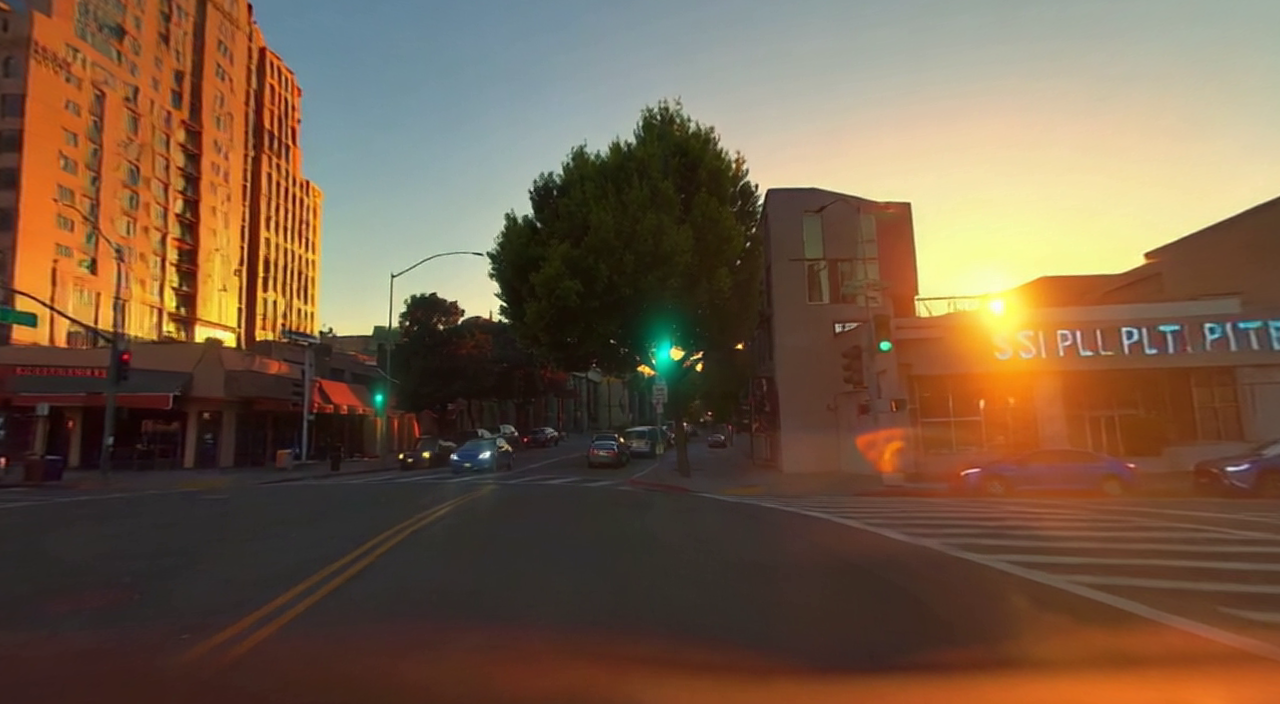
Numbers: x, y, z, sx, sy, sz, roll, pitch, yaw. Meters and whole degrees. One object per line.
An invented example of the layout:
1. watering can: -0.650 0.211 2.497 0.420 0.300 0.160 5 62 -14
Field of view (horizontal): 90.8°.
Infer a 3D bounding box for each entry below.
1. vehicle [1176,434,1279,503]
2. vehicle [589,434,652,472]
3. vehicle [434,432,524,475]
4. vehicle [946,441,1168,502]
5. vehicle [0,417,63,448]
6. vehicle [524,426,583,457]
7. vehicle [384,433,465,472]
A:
1. vehicle: 17.040 2.840 15.579 5.420 1.609 2.063 -1 -8 8
2. vehicle: -0.764 4.399 27.750 1.892 1.481 4.365 -1 -8 10
3. vehicle: -6.080 3.885 24.457 2.119 1.485 4.472 0 -8 3
4. vehicle: 10.739 3.082 16.588 4.426 1.446 1.795 -1 -8 8
5. vehicle: -33.548 4.300 33.522 1.699 1.539 4.060 -1 -8 7
6. vehicle: -5.093 5.378 37.963 2.181 1.723 4.692 -1 -8 9
7. vehicle: -10.396 4.842 30.841 1.933 1.461 4.393 -5 -6 8
